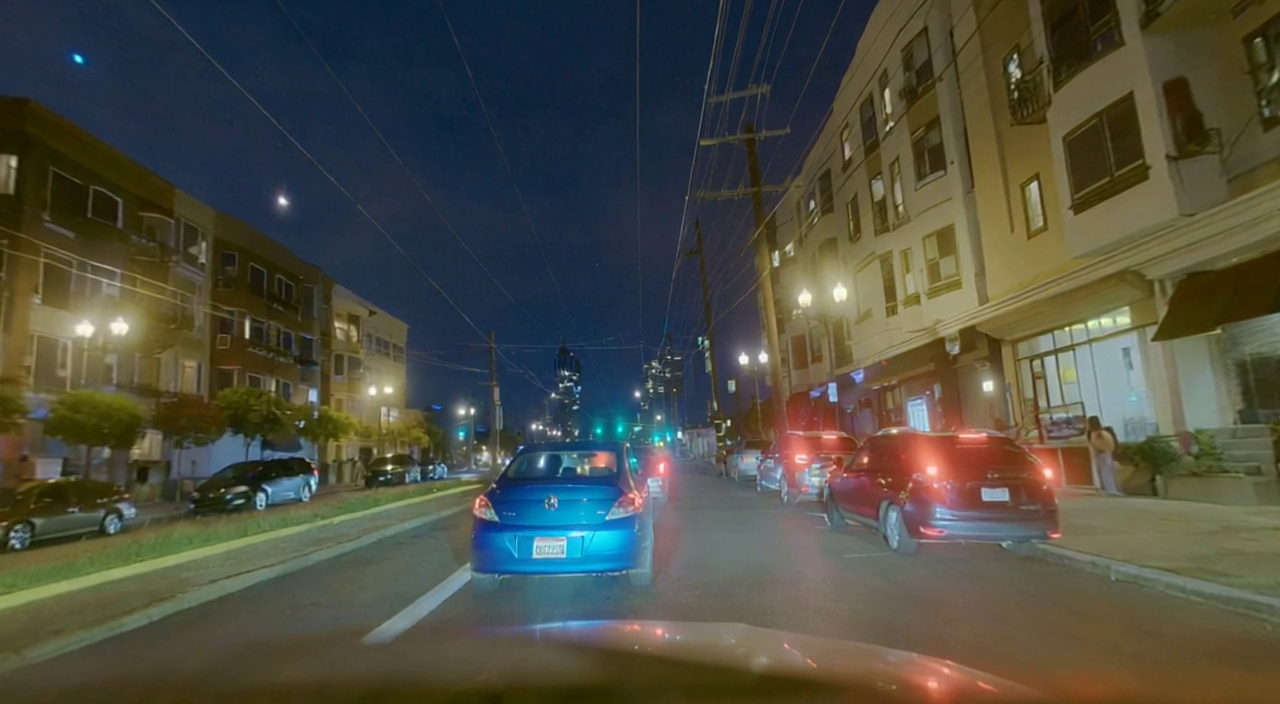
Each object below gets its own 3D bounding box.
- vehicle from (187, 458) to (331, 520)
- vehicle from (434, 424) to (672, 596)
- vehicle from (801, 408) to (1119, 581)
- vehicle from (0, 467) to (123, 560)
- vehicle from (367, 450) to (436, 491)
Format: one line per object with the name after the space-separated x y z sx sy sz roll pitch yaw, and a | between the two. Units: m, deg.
-11.854 4.240 20.044 1.868 1.491 4.367 -5 -8 0 | vehicle
-0.715 1.690 7.733 2.019 1.453 4.603 0 -8 1 | vehicle
3.791 1.759 8.623 1.967 1.721 4.410 0 -8 -1 | vehicle
-11.899 2.903 11.024 1.850 1.487 4.711 -3 -8 -1 | vehicle
-11.946 5.940 31.935 2.011 1.687 4.079 -5 -8 -3 | vehicle
